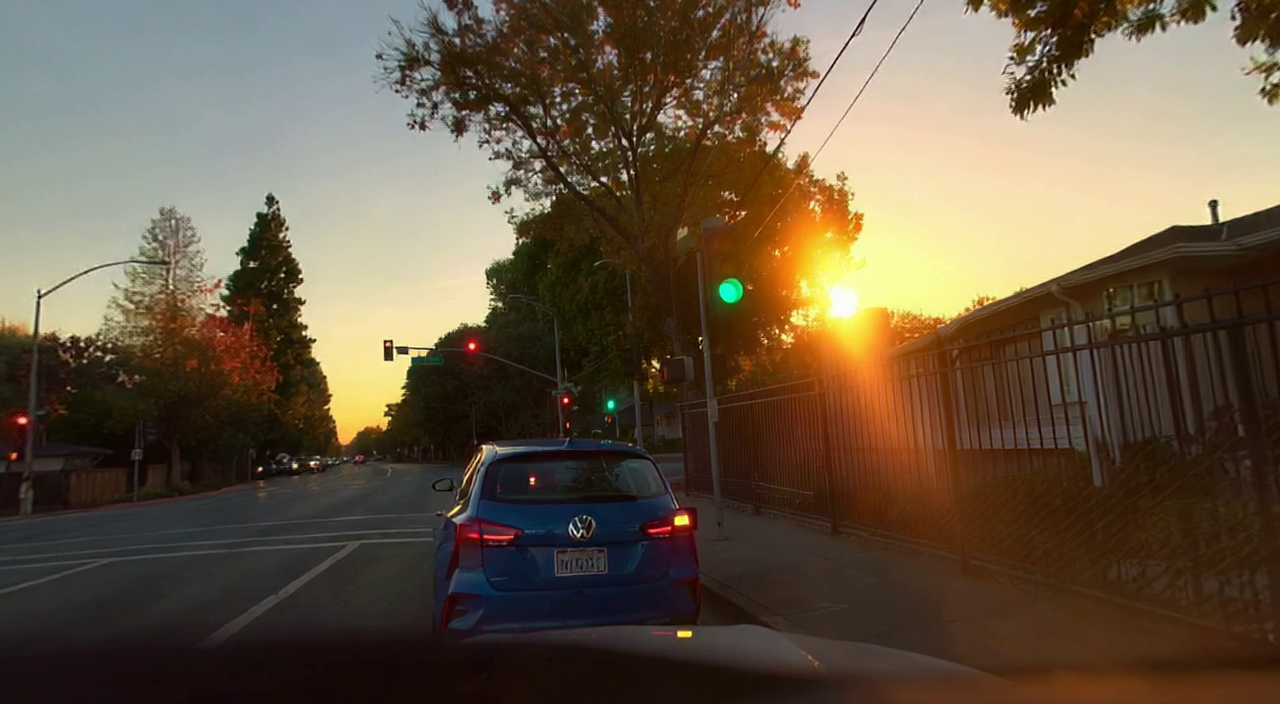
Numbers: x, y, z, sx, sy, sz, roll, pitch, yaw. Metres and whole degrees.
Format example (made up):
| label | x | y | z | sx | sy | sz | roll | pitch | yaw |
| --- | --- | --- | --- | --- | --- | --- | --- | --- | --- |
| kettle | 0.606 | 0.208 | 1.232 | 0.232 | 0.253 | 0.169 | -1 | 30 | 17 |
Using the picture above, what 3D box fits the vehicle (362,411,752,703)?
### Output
| label | x | y | z | sx | sy | sz | roll | pitch | yaw |
| --- | --- | --- | --- | --- | --- | --- | --- | --- | --- |
| vehicle | -0.678 | 1.349 | 5.220 | 2.024 | 1.502 | 3.702 | 1 | -9 | -9 |
